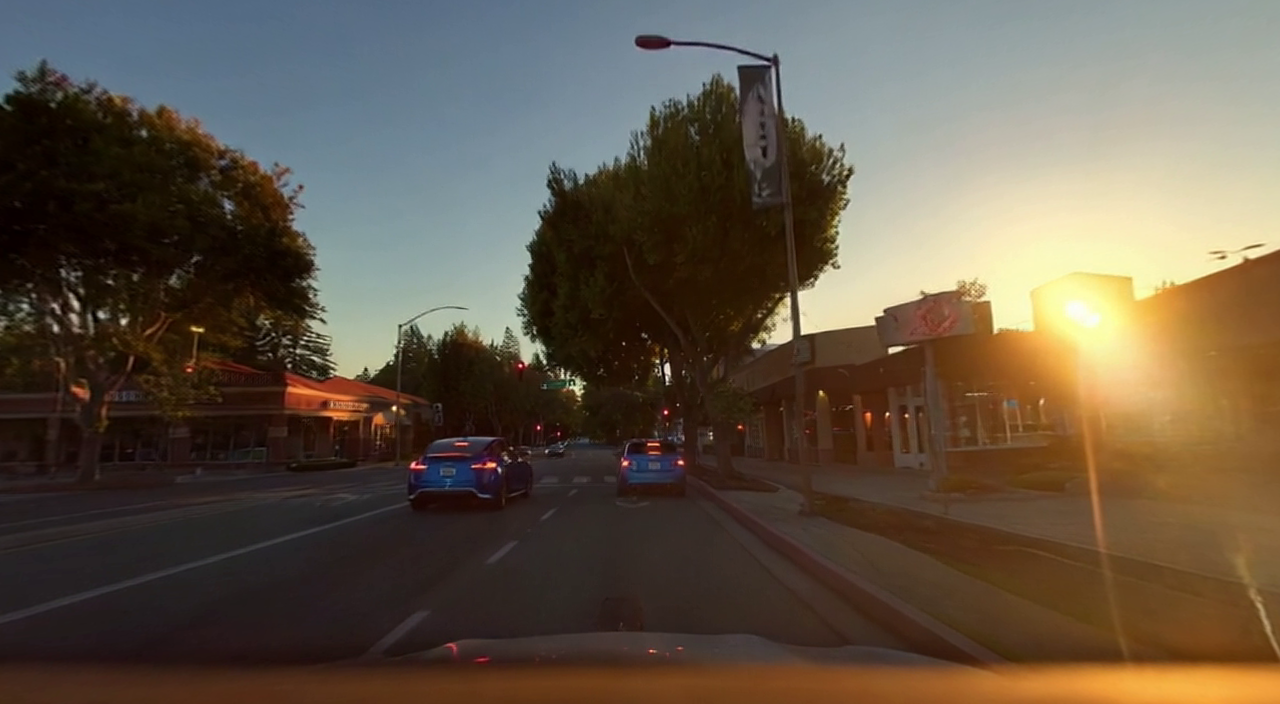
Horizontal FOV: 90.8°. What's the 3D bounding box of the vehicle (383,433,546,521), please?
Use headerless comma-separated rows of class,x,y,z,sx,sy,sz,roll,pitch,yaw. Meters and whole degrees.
vehicle,-3.296,2.437,12.918,2.032,1.467,4.411,0,-8,0

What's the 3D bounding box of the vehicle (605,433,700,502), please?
vehicle,0.254,2.807,15.748,2.059,1.456,4.047,0,-8,0
